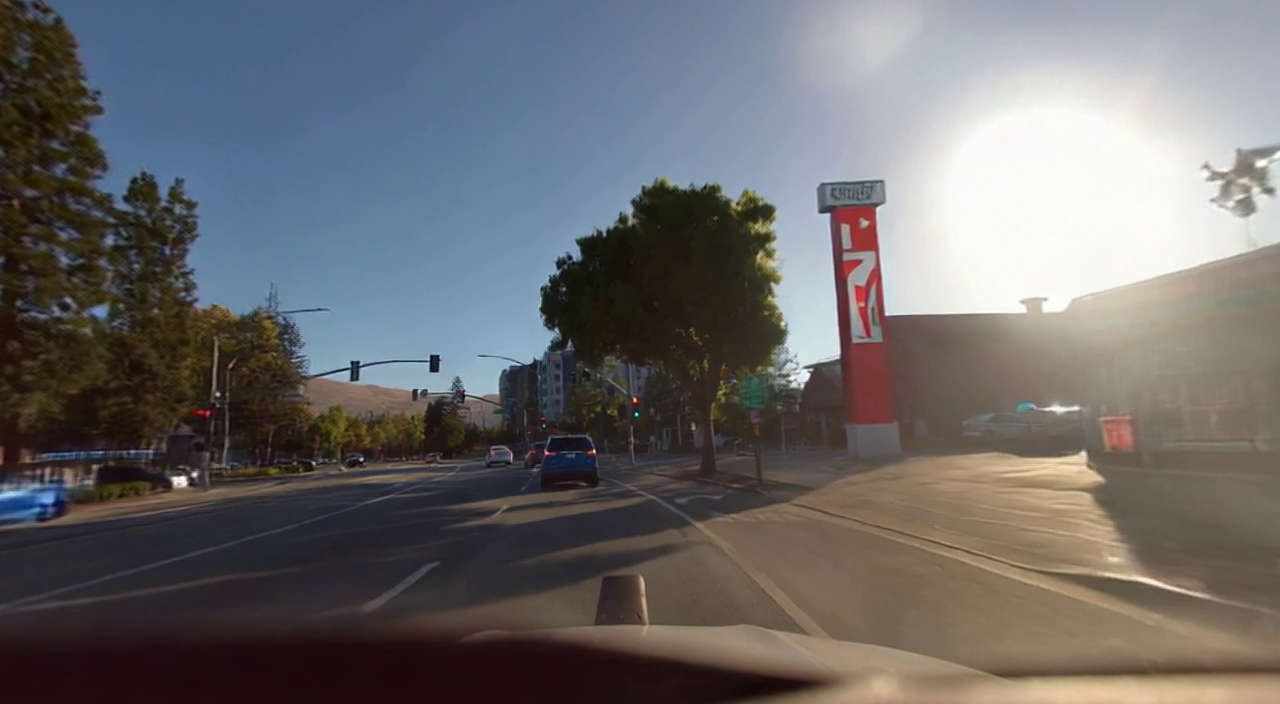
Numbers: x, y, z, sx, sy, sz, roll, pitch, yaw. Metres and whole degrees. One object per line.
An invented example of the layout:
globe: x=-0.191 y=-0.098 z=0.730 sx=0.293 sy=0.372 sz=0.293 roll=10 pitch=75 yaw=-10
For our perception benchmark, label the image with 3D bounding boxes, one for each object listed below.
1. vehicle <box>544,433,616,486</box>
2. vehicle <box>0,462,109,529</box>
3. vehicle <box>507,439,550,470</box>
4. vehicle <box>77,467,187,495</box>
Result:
vehicle: x=-2.274 y=3.867 z=22.979 sx=2.227 sy=1.733 sz=3.930 roll=1 pitch=-9 yaw=-10
vehicle: x=-16.698 y=3.705 z=16.466 sx=2.071 sy=1.506 sz=4.604 roll=1 pitch=-8 yaw=-7
vehicle: x=-7.598 y=6.885 z=42.729 sx=2.067 sy=1.947 sz=4.628 roll=3 pitch=-9 yaw=-19
vehicle: x=-31.865 y=8.099 z=39.817 sx=4.804 sy=1.544 sz=2.244 roll=3 pitch=-9 yaw=-20
